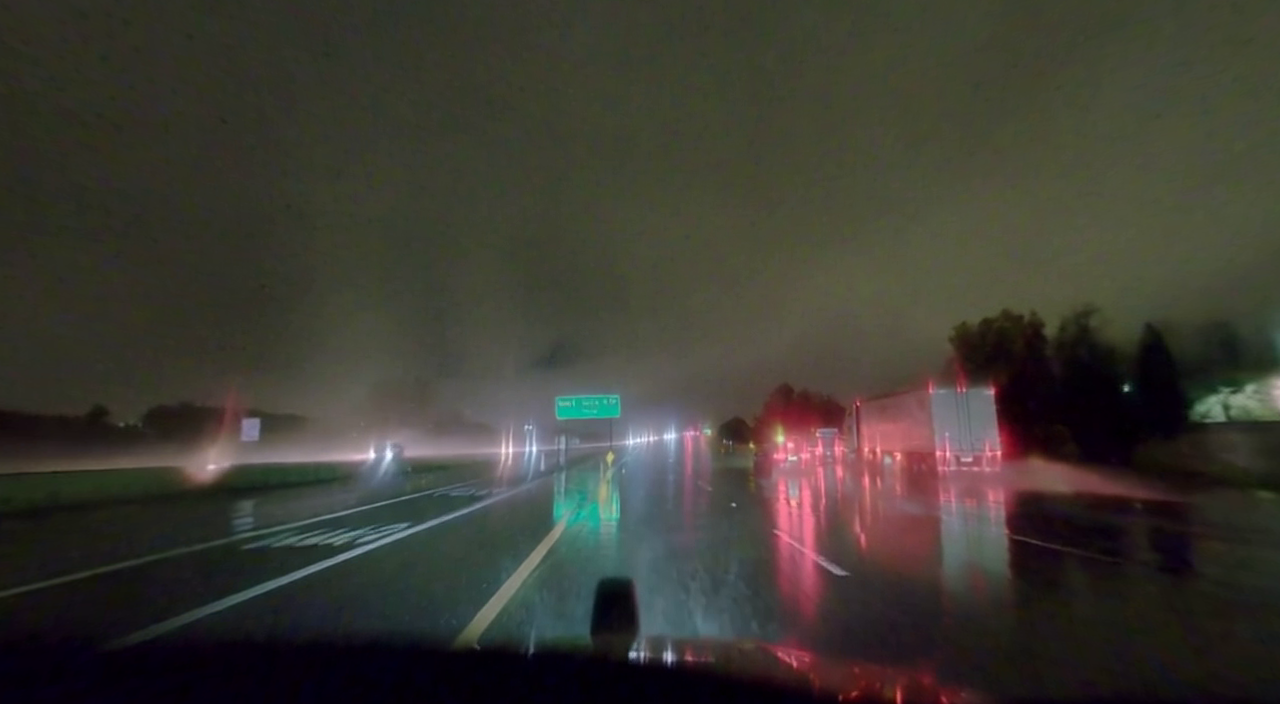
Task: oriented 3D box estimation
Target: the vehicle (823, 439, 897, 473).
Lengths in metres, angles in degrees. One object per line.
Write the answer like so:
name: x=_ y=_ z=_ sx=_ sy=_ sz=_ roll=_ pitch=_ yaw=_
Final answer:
vehicle: x=11.253 y=5.344 z=32.727 sx=2.229 sy=1.599 sz=4.253 roll=0 pitch=-8 yaw=-1
